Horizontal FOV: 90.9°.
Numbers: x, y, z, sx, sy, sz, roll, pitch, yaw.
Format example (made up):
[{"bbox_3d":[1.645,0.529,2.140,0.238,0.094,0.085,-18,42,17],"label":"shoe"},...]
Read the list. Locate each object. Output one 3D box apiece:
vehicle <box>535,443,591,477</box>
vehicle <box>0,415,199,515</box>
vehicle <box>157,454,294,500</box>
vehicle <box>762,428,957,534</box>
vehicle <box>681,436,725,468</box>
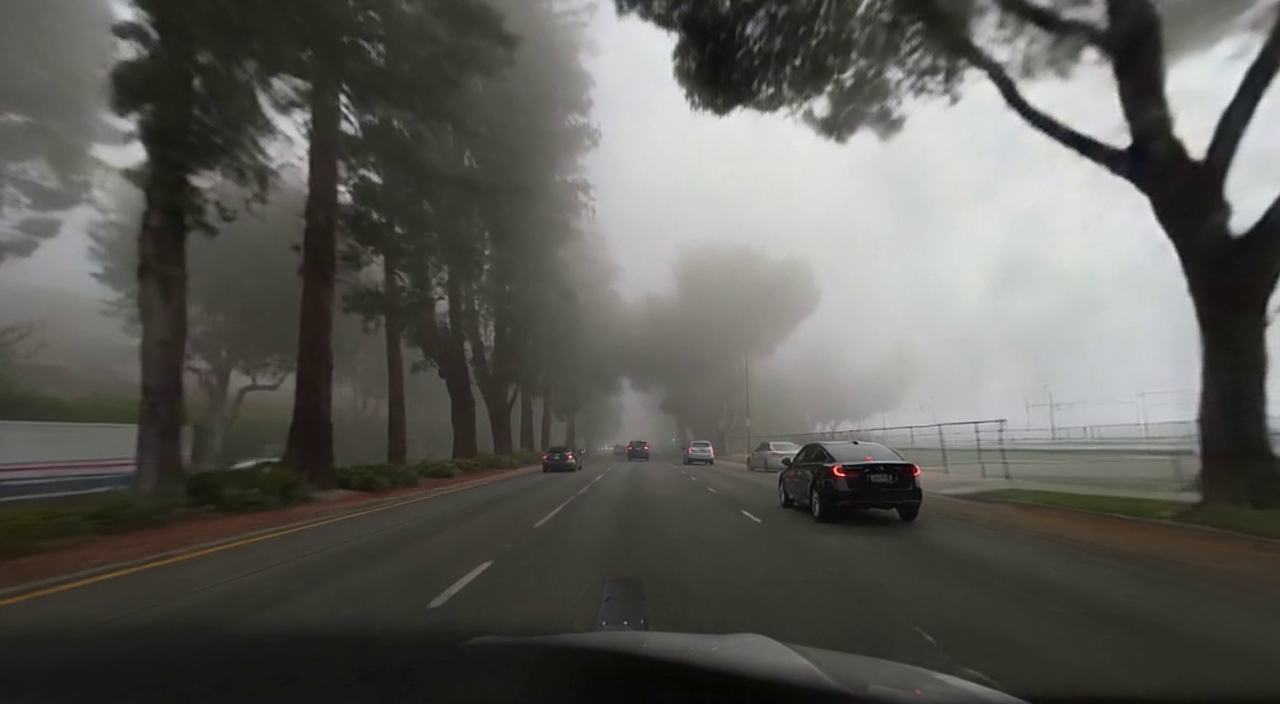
[{"bbox_3d":[-3.328,4.741,28.003,2.013,1.354,3.908,0,-8,0],"label":"vehicle"},{"bbox_3d":[-22.505,4.220,24.255,2.816,3.267,11.356,0,-8,0],"label":"vehicle"},{"bbox_3d":[-15.645,4.722,24.188,2.046,1.482,4.697,0,-8,1],"label":"vehicle"},{"bbox_3d":[3.580,2.167,11.244,1.919,1.502,4.232,0,-8,0],"label":"vehicle"},{"bbox_3d":[3.473,5.614,35.620,1.980,1.709,4.367,0,-8,-1],"label":"vehicle"}]
